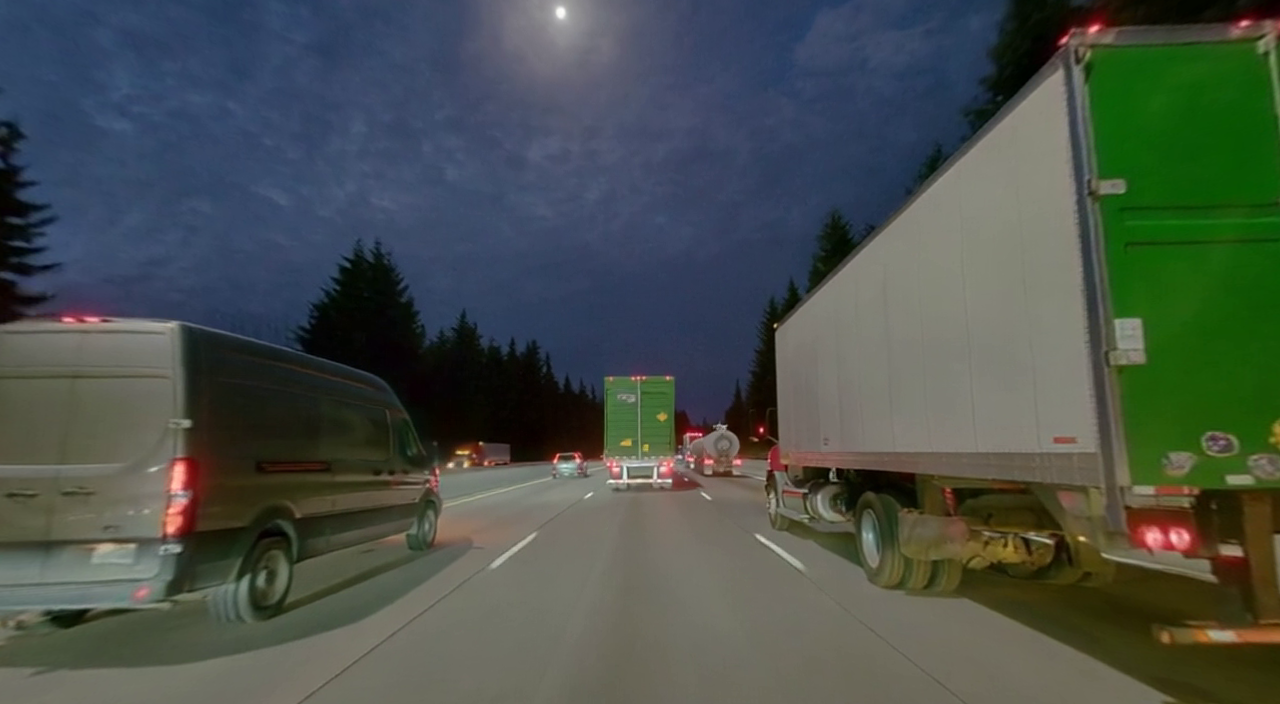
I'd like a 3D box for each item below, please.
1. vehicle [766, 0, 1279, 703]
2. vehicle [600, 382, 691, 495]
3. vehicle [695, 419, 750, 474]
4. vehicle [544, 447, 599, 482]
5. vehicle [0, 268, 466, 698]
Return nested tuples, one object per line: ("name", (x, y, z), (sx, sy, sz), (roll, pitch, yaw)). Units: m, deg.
("vehicle", (4.432, 0.501, 8.343), (3.139, 4.152, 11.915), (0, -9, 0))
("vehicle", (0.136, 3.382, 24.040), (2.773, 3.455, 9.118), (0, -9, 0))
("vehicle", (5.739, 6.897, 45.870), (2.706, 3.500, 11.483), (0, -9, 1))
("vehicle", (-3.441, 5.767, 32.572), (2.134, 1.652, 4.439), (0, -9, 2))
("vehicle", (-4.146, 1.219, 6.960), (2.525, 2.572, 6.260), (0, -9, 1))
